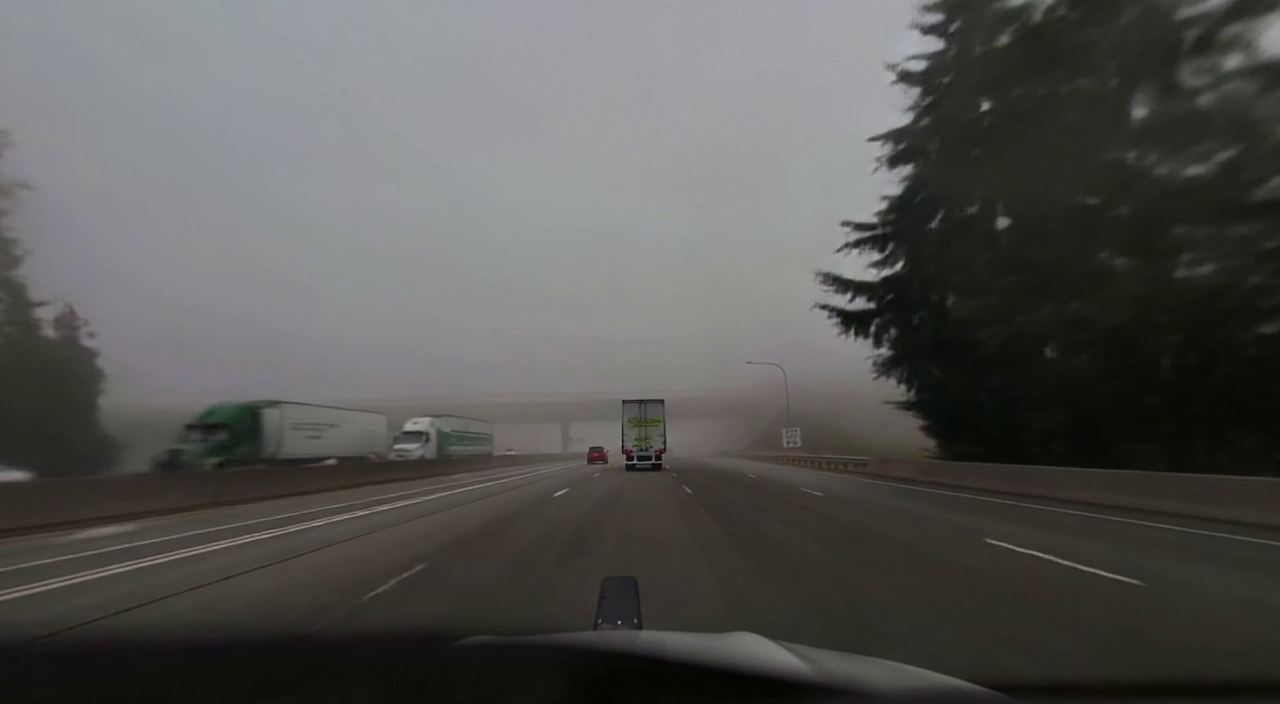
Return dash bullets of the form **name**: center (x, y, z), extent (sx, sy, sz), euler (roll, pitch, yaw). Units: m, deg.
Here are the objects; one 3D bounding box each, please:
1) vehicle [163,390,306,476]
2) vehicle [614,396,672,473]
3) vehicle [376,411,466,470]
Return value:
- **vehicle**: center (-19.927, 4.122, 31.438), extent (2.956, 3.854, 5.923), euler (-1, -9, 1)
- **vehicle**: center (0.095, 5.269, 39.333), extent (3.025, 4.002, 12.709), euler (0, -9, -1)
- **vehicle**: center (-15.595, 6.533, 45.710), extent (2.809, 3.787, 9.920), euler (0, -9, 1)
